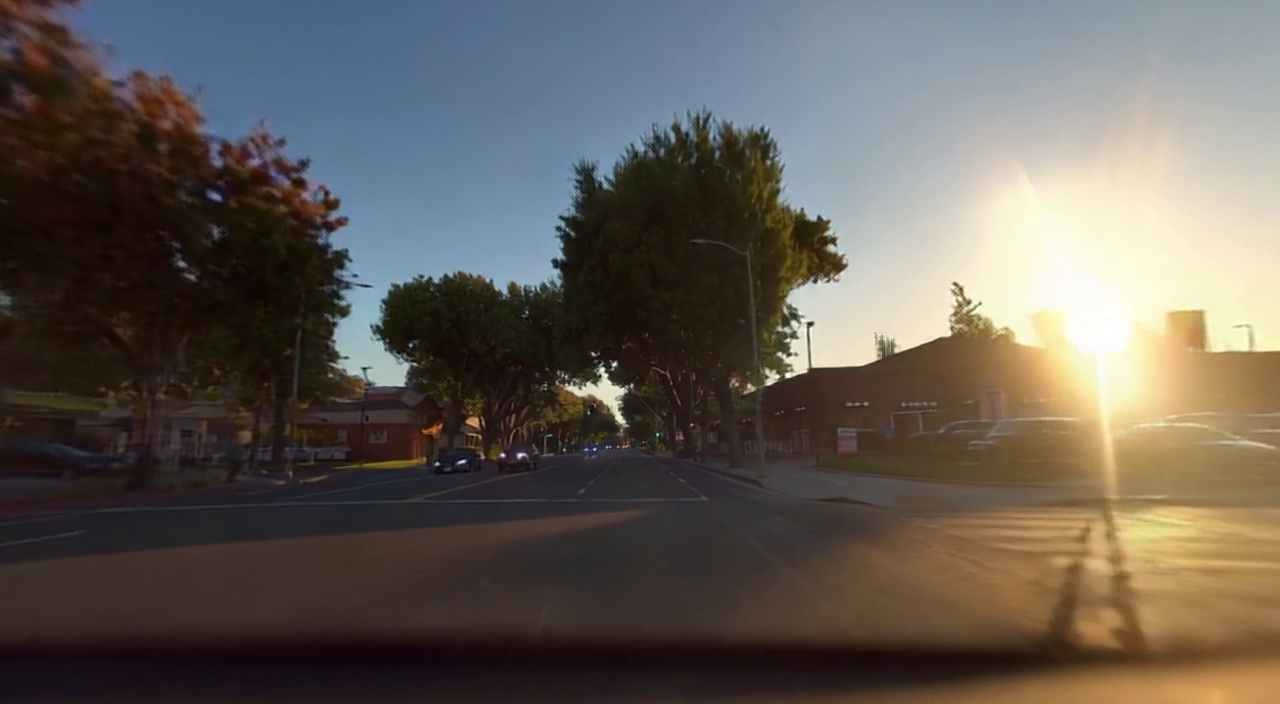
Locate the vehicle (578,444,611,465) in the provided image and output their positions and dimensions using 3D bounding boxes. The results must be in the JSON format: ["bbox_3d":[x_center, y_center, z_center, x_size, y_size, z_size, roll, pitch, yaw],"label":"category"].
[{"bbox_3d":[-3.334,7.636,47.234,2.122,1.469,4.388,0,-8,1],"label":"vehicle"}]

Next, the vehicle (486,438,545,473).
[{"bbox_3d":[-6.883,5.784,35.530,2.322,1.819,4.651,0,-8,0],"label":"vehicle"}]

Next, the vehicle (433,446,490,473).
[{"bbox_3d":[-10.336,6.237,36.955,2.012,1.429,4.462,0,-8,0],"label":"vehicle"}]
